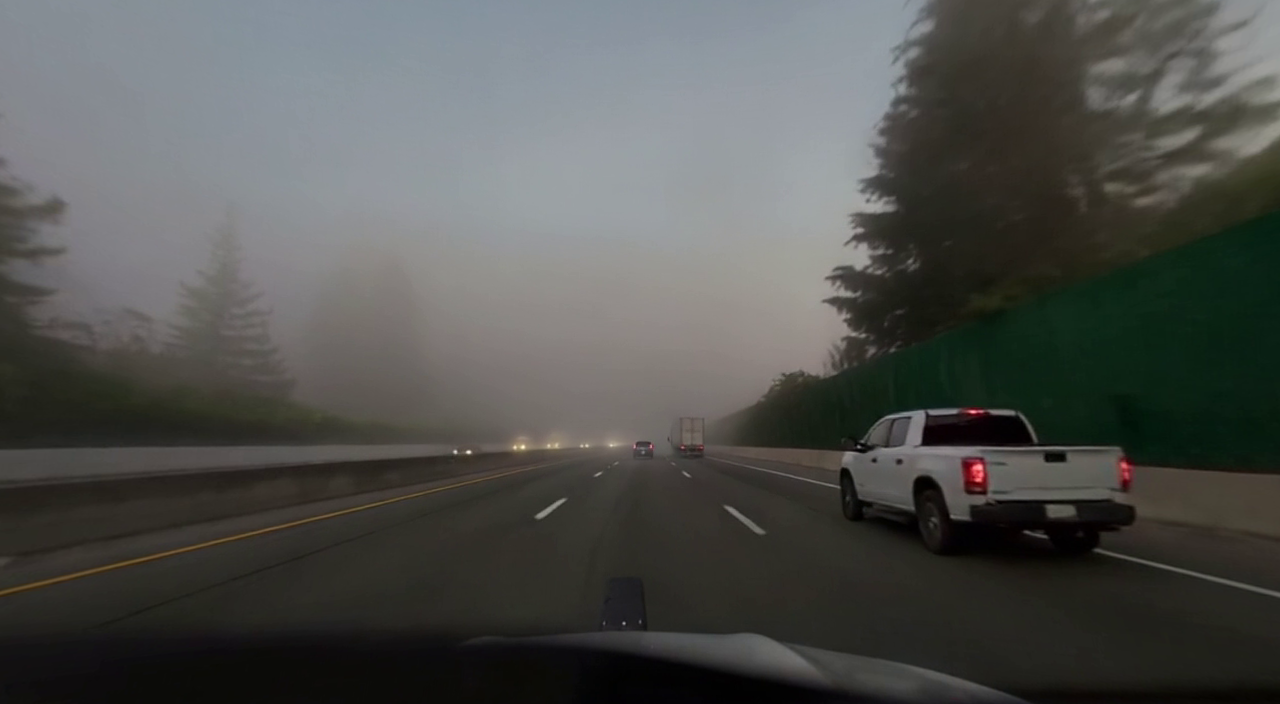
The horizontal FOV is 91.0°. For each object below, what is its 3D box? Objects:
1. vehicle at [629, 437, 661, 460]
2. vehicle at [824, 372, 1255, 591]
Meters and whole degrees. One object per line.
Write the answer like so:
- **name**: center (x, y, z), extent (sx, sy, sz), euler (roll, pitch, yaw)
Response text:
- **vehicle**: center (0.372, 7.654, 49.939), extent (2.389, 1.760, 4.473), euler (0, -8, 0)
- **vehicle**: center (4.352, 1.529, 8.332), extent (2.209, 1.943, 5.262), euler (0, -8, 0)
